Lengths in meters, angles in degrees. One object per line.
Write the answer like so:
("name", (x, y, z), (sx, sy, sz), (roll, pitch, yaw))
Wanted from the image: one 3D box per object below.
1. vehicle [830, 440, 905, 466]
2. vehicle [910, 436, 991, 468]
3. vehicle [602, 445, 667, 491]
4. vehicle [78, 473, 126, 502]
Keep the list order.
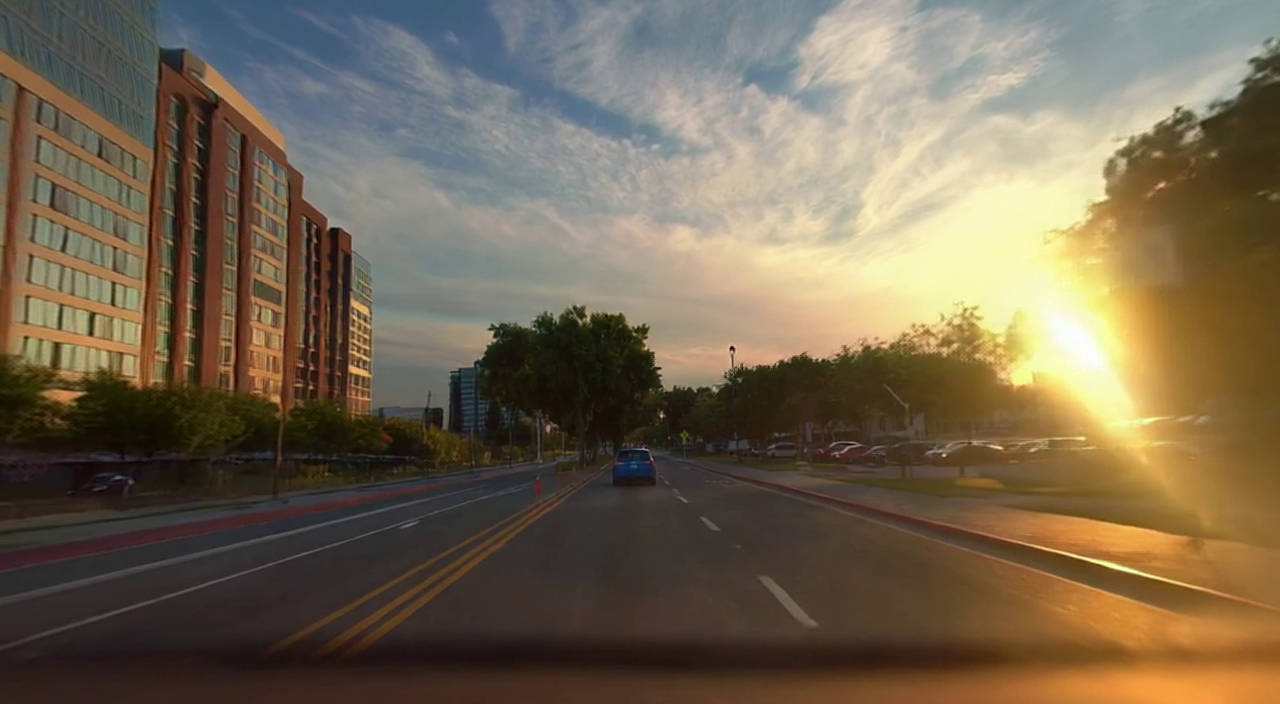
("vehicle", (14.336, 6.360, 39.869), (4.003, 1.476, 1.884), (-2, -8, 2))
("vehicle", (15.212, 4.931, 31.083), (1.913, 1.470, 3.714), (0, -9, -3))
("vehicle", (-0.241, 4.022, 22.278), (2.063, 1.442, 4.135), (0, -9, -2))
("vehicle", (-32.528, 8.144, 38.054), (1.970, 1.476, 3.940), (7, -12, -42))
